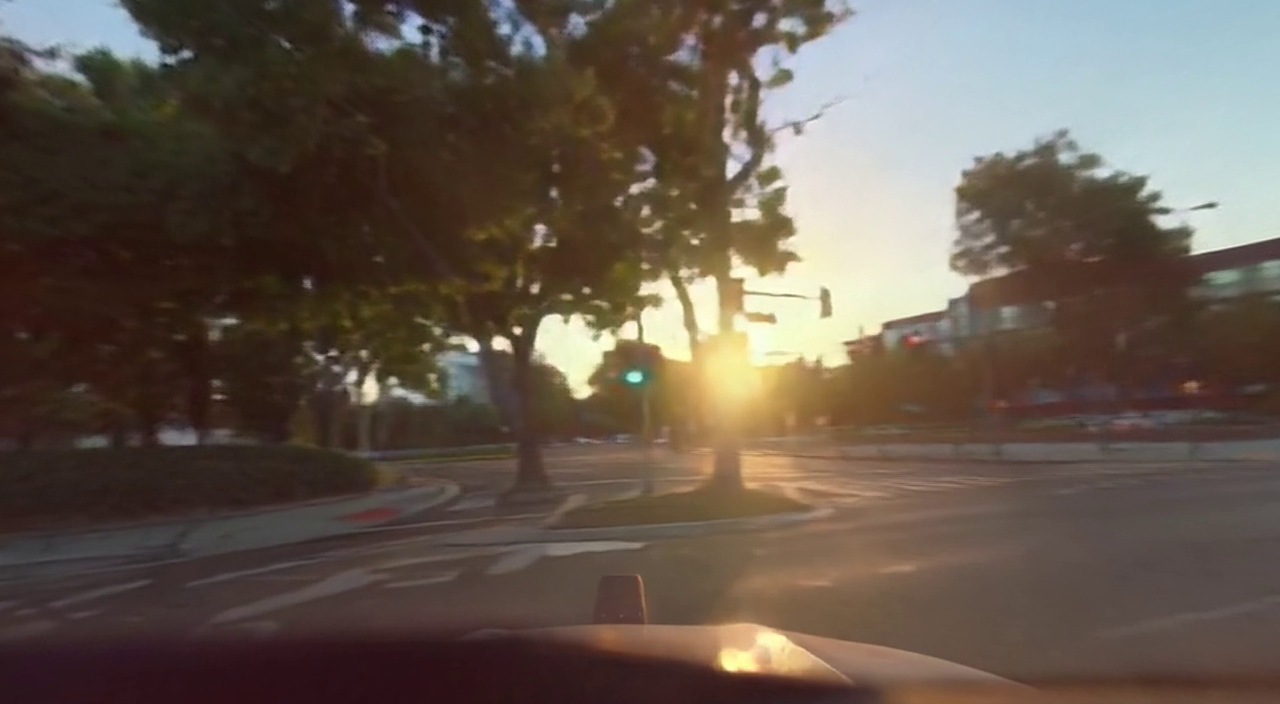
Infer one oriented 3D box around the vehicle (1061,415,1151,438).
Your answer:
[{"bbox_3d":[36.735,5.925,49.977,5.497,1.631,1.849,-6,-10,36],"label":"vehicle"}]
